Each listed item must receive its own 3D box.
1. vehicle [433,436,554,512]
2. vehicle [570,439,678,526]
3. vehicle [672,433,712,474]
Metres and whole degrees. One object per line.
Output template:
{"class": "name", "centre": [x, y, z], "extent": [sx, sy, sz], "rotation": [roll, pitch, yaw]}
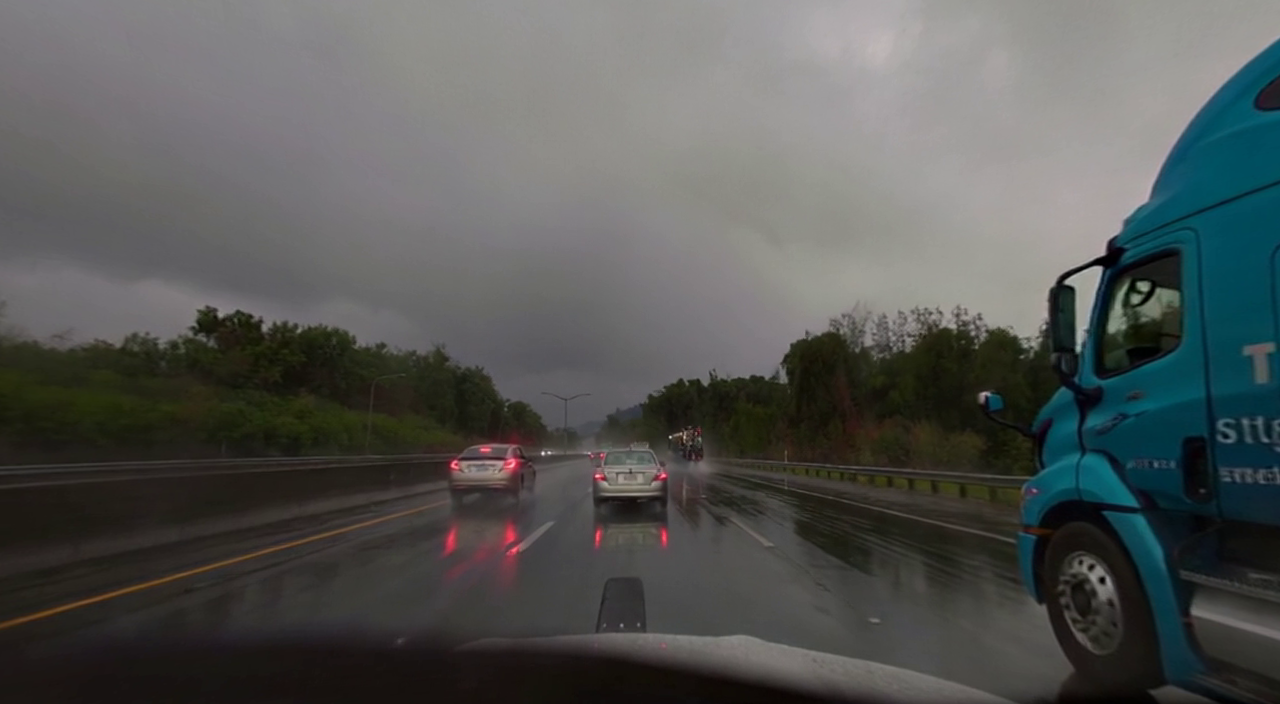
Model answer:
{"class": "vehicle", "centre": [-3.578, 3.090, 16.392], "extent": [1.985, 1.671, 4.604], "rotation": [0, -9, 0]}
{"class": "vehicle", "centre": [-0.291, 2.672, 13.348], "extent": [1.973, 1.574, 3.426], "rotation": [0, -9, 0]}
{"class": "vehicle", "centre": [3.513, 7.034, 43.745], "extent": [2.234, 2.679, 5.372], "rotation": [0, -9, -1]}
